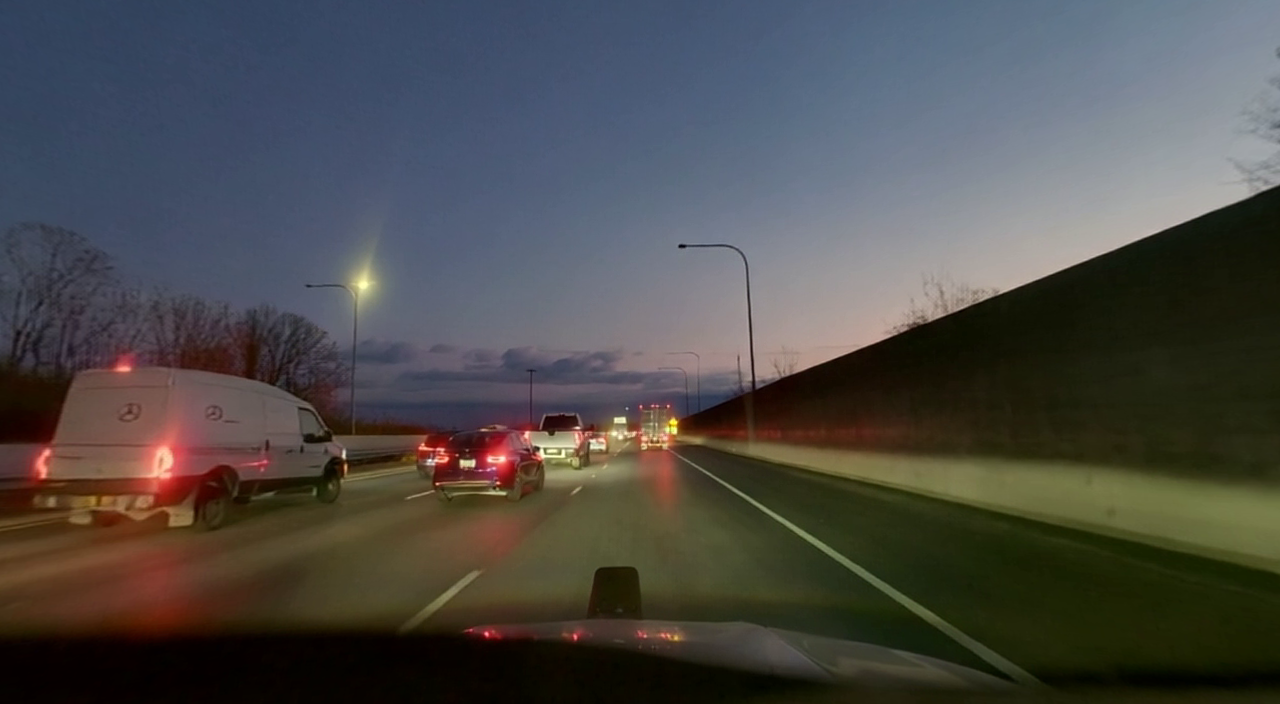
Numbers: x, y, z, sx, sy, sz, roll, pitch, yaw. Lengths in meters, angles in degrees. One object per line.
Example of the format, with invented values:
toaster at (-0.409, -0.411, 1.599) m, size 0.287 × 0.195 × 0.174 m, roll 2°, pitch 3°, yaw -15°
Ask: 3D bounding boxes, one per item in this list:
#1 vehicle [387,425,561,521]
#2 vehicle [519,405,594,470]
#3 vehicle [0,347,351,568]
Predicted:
vehicle at (-2.872, 2.180, 11.975) m, size 2.089 × 1.485 × 4.153 m, roll 0°, pitch -8°, yaw 2°
vehicle at (-3.469, 3.713, 27.254) m, size 2.427 × 2.514 × 5.159 m, roll 0°, pitch -8°, yaw 1°
vehicle at (-7.130, 1.544, 9.916) m, size 2.386 × 2.435 × 5.831 m, roll 0°, pitch -8°, yaw 0°
